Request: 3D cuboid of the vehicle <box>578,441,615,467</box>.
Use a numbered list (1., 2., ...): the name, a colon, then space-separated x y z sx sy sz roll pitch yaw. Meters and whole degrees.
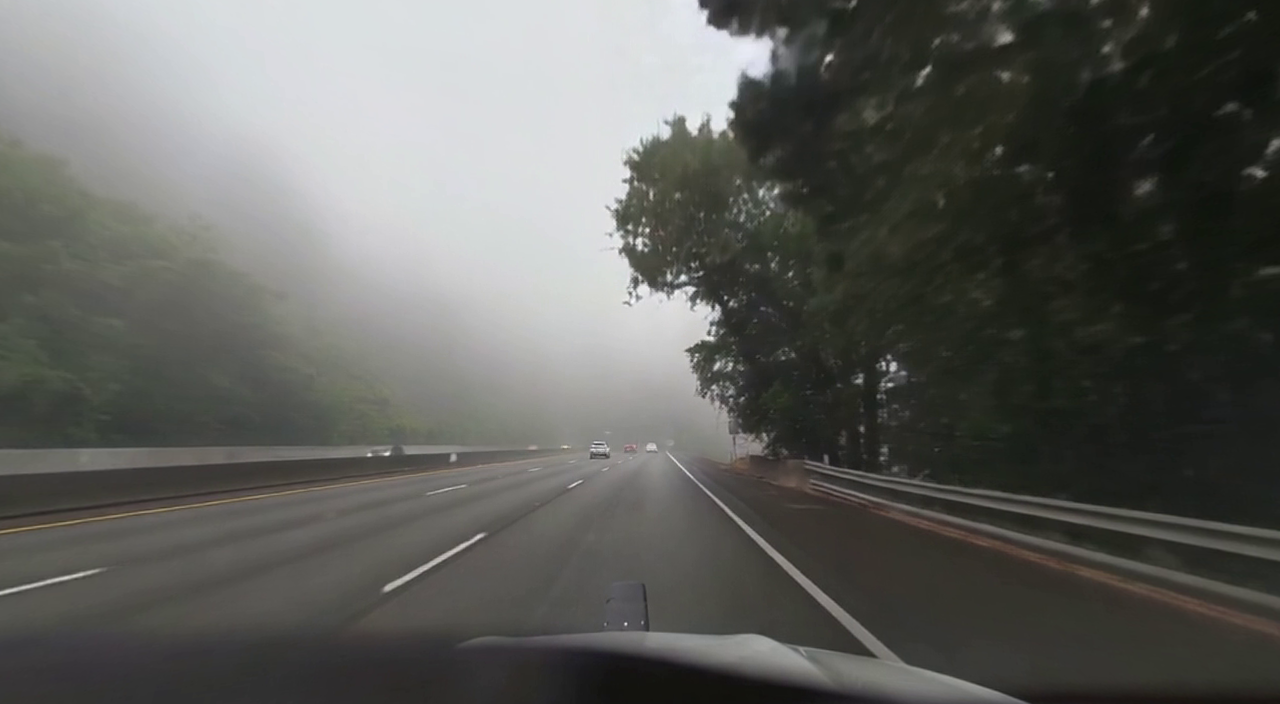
1. vehicle: -2.701 6.492 40.157 2.015 1.561 4.469 0 -8 0
